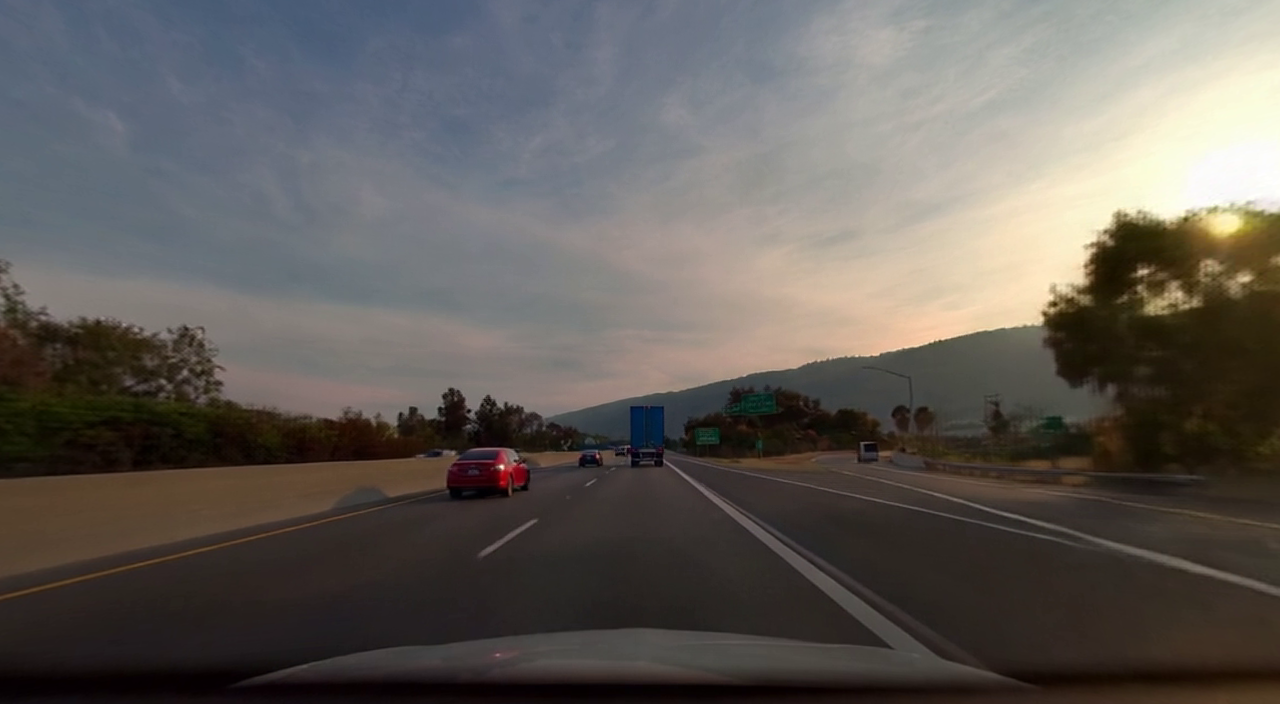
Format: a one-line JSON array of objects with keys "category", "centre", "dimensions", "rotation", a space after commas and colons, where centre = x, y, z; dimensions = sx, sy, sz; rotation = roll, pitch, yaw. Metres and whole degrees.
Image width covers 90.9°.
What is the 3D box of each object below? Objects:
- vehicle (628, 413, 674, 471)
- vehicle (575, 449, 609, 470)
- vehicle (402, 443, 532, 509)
[{"category": "vehicle", "centre": [0.720, 6.349, 44.080], "dimensions": [2.893, 3.628, 9.081], "rotation": [0, -9, 1]}, {"category": "vehicle", "centre": [-3.374, 7.632, 45.020], "dimensions": [1.981, 1.435, 4.199], "rotation": [0, -9, 2]}, {"category": "vehicle", "centre": [-4.237, 3.107, 16.281], "dimensions": [2.010, 1.461, 4.391], "rotation": [0, -9, 1]}]
